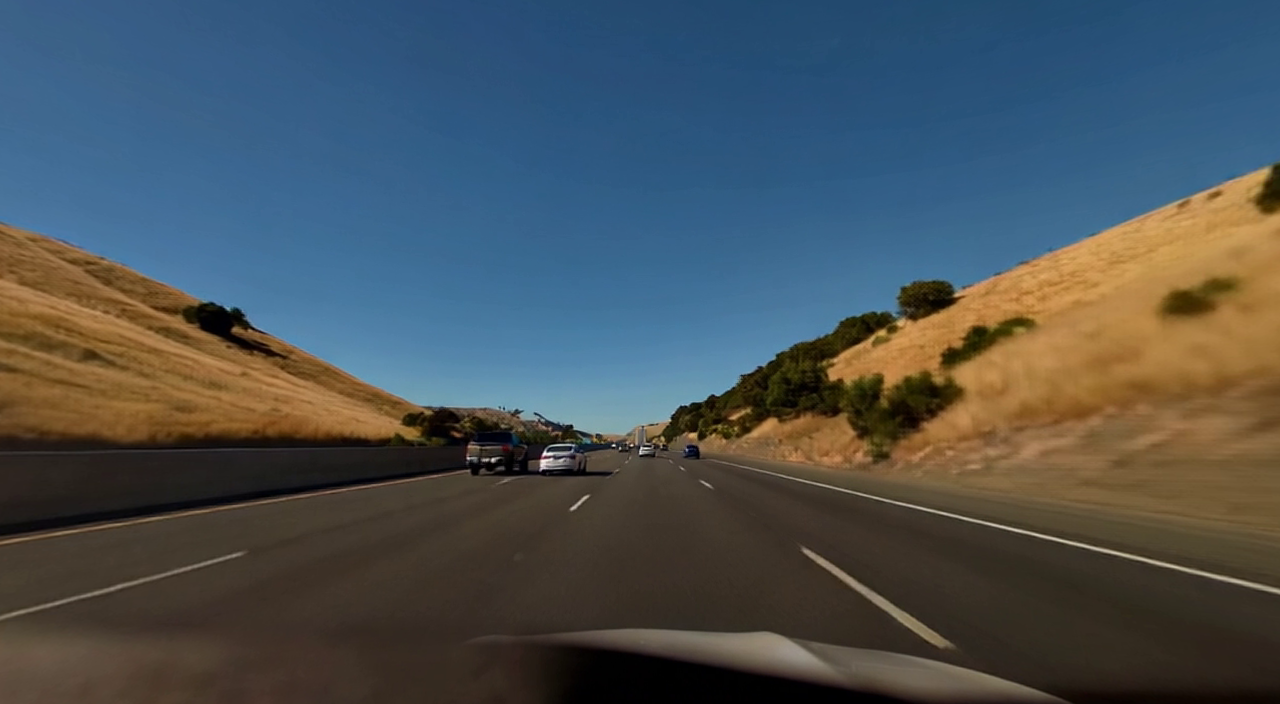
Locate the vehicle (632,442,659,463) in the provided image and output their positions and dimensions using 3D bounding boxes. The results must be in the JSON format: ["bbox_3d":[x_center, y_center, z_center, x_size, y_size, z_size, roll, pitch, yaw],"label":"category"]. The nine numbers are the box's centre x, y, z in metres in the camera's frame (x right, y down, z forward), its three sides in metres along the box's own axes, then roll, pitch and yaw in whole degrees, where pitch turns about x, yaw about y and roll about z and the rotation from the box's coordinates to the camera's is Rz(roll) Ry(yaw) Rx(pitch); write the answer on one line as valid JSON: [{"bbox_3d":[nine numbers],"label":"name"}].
[{"bbox_3d":[0.454,7.755,48.852,2.031,1.566,3.904,0,-8,1],"label":"vehicle"}]

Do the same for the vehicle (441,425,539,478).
[{"bbox_3d":[-6.445,4.404,28.137,2.589,2.063,6.206,0,-8,2],"label":"vehicle"}]

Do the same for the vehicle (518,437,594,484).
[{"bbox_3d":[-2.971,3.967,23.347,2.091,1.552,4.516,0,-8,1],"label":"vehicle"}]
